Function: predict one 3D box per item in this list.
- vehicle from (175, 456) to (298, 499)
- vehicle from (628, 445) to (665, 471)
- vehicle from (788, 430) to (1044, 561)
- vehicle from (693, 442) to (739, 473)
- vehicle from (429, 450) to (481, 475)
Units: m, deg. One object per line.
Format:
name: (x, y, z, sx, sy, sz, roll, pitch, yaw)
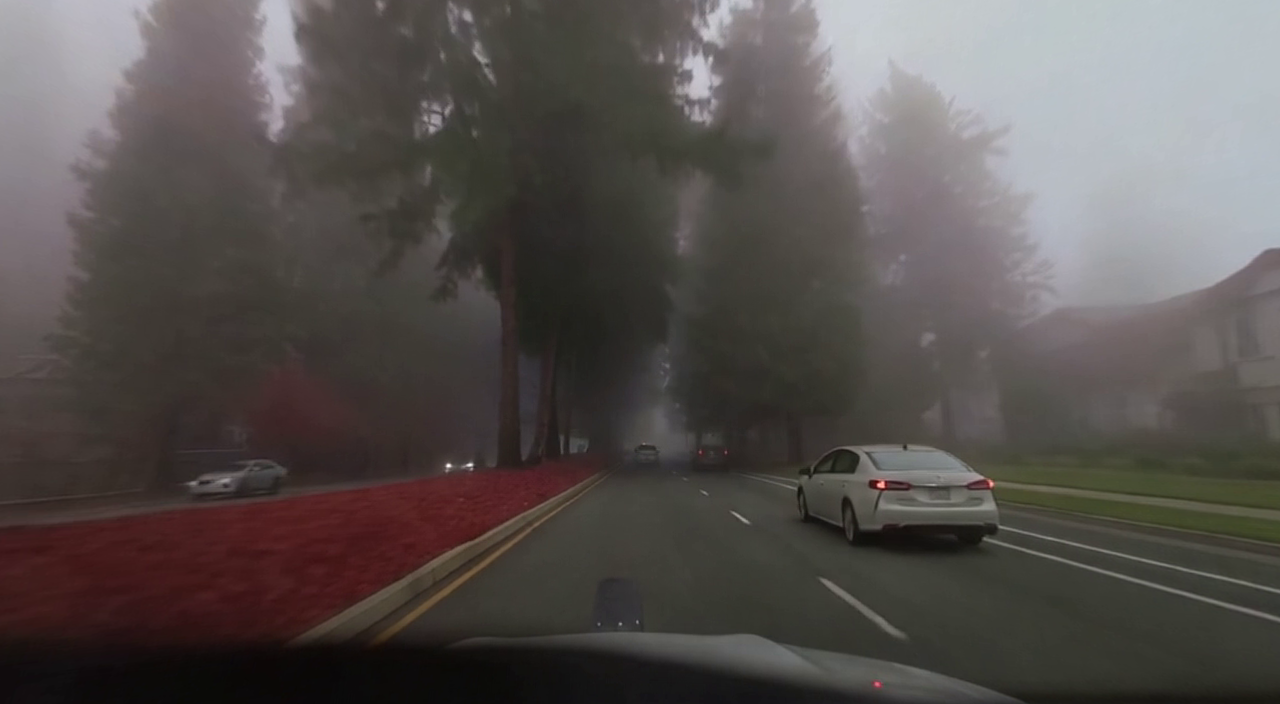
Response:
vehicle: (-16.095, 5.001, 25.564, 1.855, 1.449, 4.662, 0, -8, 1)
vehicle: (0.374, 6.308, 37.778, 2.082, 1.473, 4.028, 0, -8, 0)
vehicle: (3.741, 1.998, 9.555, 1.985, 1.529, 4.147, 0, -8, 0)
vehicle: (4.295, 5.988, 36.176, 2.074, 1.652, 4.340, 0, -8, 0)
vehicle: (-11.682, 7.017, 40.244, 1.907, 1.456, 4.520, 0, -8, 1)
